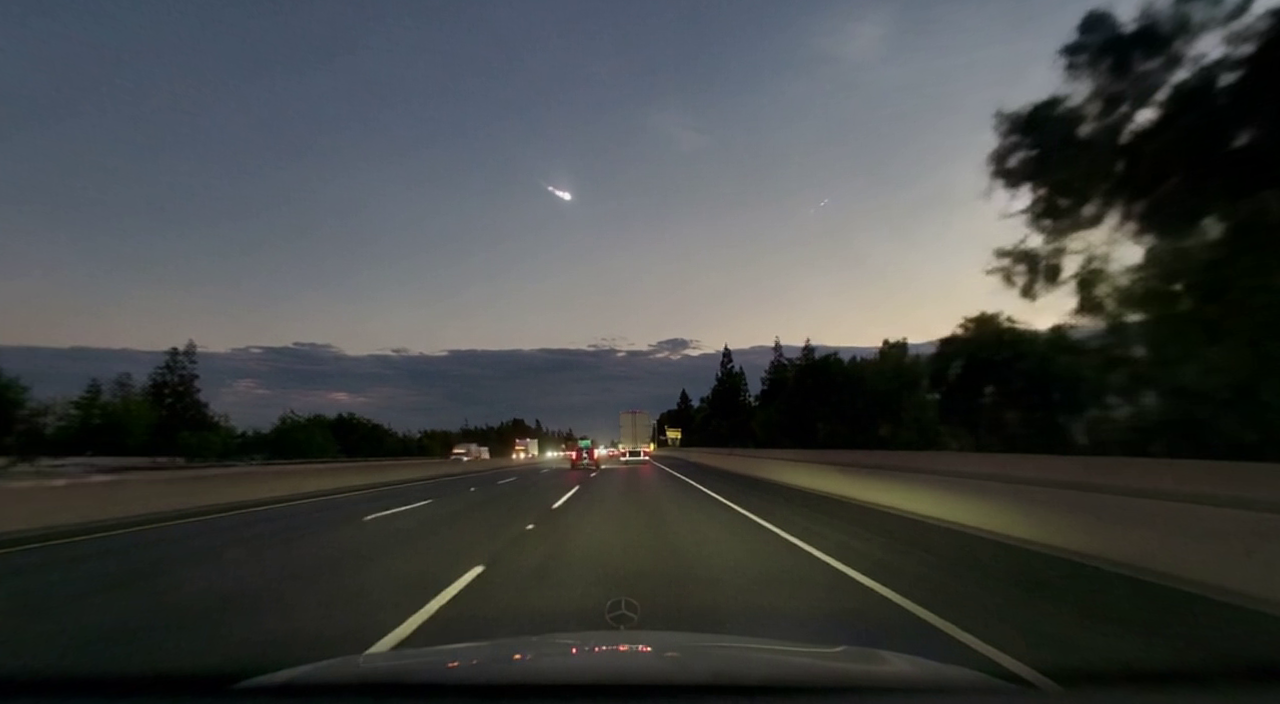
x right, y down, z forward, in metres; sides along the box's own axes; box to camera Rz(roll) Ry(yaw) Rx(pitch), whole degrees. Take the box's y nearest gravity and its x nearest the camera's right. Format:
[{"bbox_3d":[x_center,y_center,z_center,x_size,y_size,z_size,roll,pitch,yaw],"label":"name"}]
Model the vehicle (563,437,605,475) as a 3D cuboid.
[{"bbox_3d":[-2.985,5.641,34.275,2.139,1.925,4.312,0,-9,-4],"label":"vehicle"}]
